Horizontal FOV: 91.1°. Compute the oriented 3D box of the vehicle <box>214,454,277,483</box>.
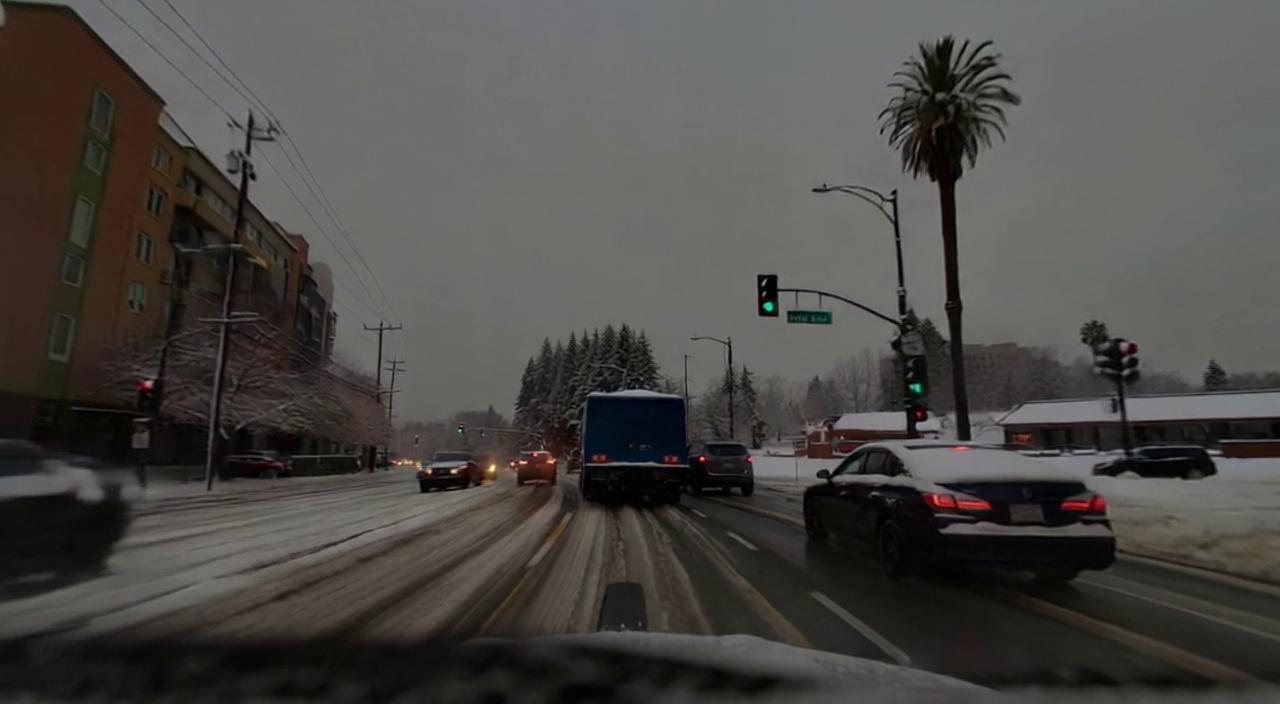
[{"bbox_3d":[-24.528,7.234,39.255,1.974,1.597,4.606,2,-8,-15],"label":"vehicle"}]

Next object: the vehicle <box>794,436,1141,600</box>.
[{"bbox_3d":[3.637,1.878,8.235,1.978,1.507,4.636,0,-8,-1],"label":"vehicle"}]

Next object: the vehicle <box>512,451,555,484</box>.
[{"bbox_3d":[-5.623,6.110,33.593,2.033,1.555,4.408,1,-8,-7],"label":"vehicle"}]

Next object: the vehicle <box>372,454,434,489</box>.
[{"bbox_3d":[-11.670,5.884,31.213,1.873,1.510,4.151,1,-8,-7],"label":"vehicle"}]

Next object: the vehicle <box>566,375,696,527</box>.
[{"bbox_3d":[-0.424,2.352,15.411,2.517,2.926,6.177,1,-8,-5],"label":"vehicle"}]

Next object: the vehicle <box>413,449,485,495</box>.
[{"bbox_3d":[-7.195,4.519,24.042,1.801,1.524,3.974,1,-8,-5],"label":"vehicle"}]

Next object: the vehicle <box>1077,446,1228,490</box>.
[{"bbox_3d":[23.699,5.314,29.284,2.111,1.804,4.910,5,-9,-28],"label":"vehicle"}]

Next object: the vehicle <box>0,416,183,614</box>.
[{"bbox_3d":[-5.938,1.273,4.847,1.810,1.546,3.981,0,-8,-1],"label":"vehicle"}]

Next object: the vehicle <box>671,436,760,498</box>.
[{"bbox_3d":[2.540,4.053,22.812,2.157,1.944,5.423,1,-8,-4],"label":"vehicle"}]
